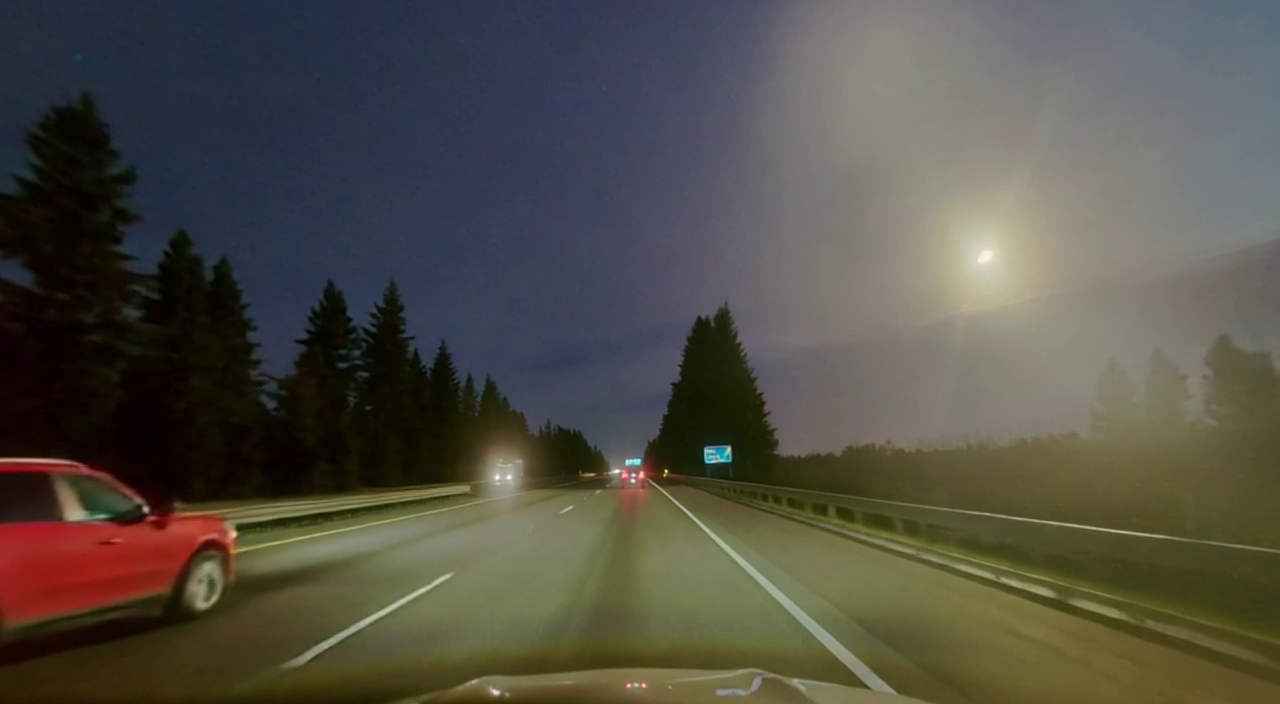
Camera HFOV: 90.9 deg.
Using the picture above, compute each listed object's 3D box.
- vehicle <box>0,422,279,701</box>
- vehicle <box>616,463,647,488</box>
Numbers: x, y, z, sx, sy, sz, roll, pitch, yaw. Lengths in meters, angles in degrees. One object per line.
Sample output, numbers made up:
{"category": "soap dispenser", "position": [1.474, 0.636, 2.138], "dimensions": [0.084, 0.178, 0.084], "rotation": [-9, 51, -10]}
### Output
{"category": "vehicle", "position": [-4.436, 1.170, 3.689], "dimensions": [2.003, 1.479, 4.363], "rotation": [1, -11, 0]}
{"category": "vehicle", "position": [-0.617, 8.869, 45.245], "dimensions": [2.107, 1.668, 4.554], "rotation": [1, -11, 0]}
